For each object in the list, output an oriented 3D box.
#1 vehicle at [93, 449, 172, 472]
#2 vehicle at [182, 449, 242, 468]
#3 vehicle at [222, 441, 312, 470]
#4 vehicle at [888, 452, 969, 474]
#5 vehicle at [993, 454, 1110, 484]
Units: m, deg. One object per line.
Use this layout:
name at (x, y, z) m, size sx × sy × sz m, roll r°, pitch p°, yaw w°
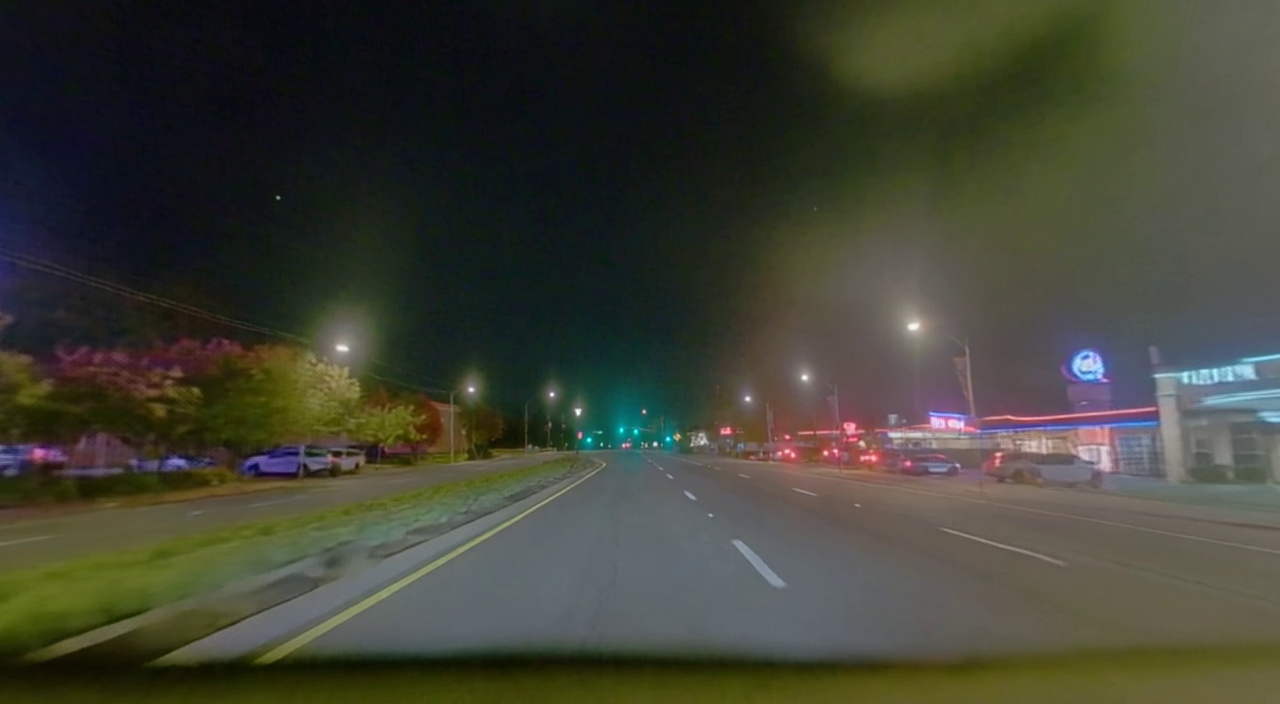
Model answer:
vehicle at (-34.775, 7.402, 43.431) m, size 1.830 × 1.458 × 4.625 m, roll -1°, pitch -9°, yaw -4°
vehicle at (-33.237, 8.264, 49.212) m, size 1.915 × 1.442 × 4.027 m, roll 0°, pitch -9°, yaw -2°
vehicle at (-26.186, 7.302, 44.699) m, size 2.356 × 1.853 × 6.402 m, roll 0°, pitch -9°, yaw 1°
vehicle at (20.156, 7.781, 44.271) m, size 4.764 × 1.455 × 1.832 m, roll -1°, pitch -9°, yaw 3°
vehicle at (20.807, 5.932, 32.095) m, size 4.500 × 1.456 × 1.962 m, roll -1°, pitch -9°, yaw 2°
